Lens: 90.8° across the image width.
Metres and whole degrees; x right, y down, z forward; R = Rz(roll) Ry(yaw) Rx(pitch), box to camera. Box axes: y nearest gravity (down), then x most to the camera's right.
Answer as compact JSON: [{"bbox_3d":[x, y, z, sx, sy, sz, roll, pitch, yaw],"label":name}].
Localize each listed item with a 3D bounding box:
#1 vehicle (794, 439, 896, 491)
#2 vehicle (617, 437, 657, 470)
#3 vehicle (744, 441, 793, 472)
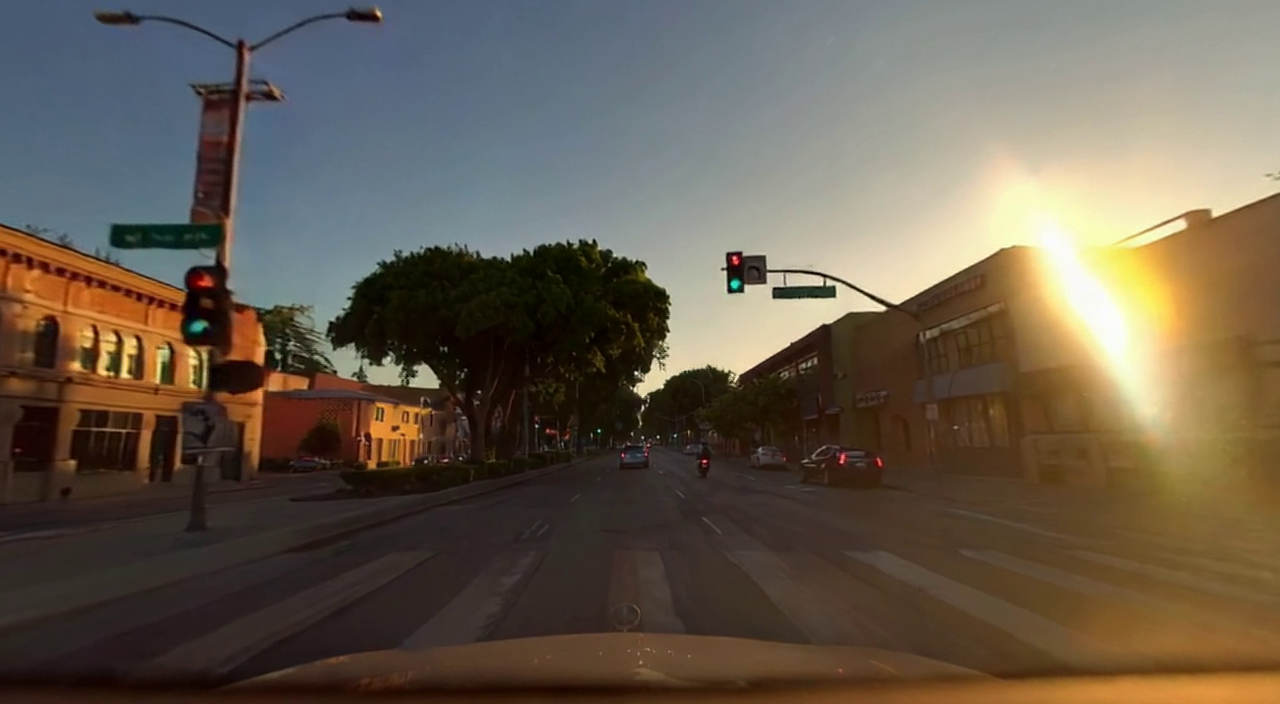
[{"bbox_3d":[6.886,3.810,21.713,2.069,1.590,4.066,0,-8,-1],"label":"vehicle"},{"bbox_3d":[-0.229,5.947,37.186,2.223,1.775,4.250,0,-8,-2],"label":"vehicle"},{"bbox_3d":[7.044,5.759,35.025,1.785,1.586,3.896,0,-8,-1],"label":"vehicle"}]
